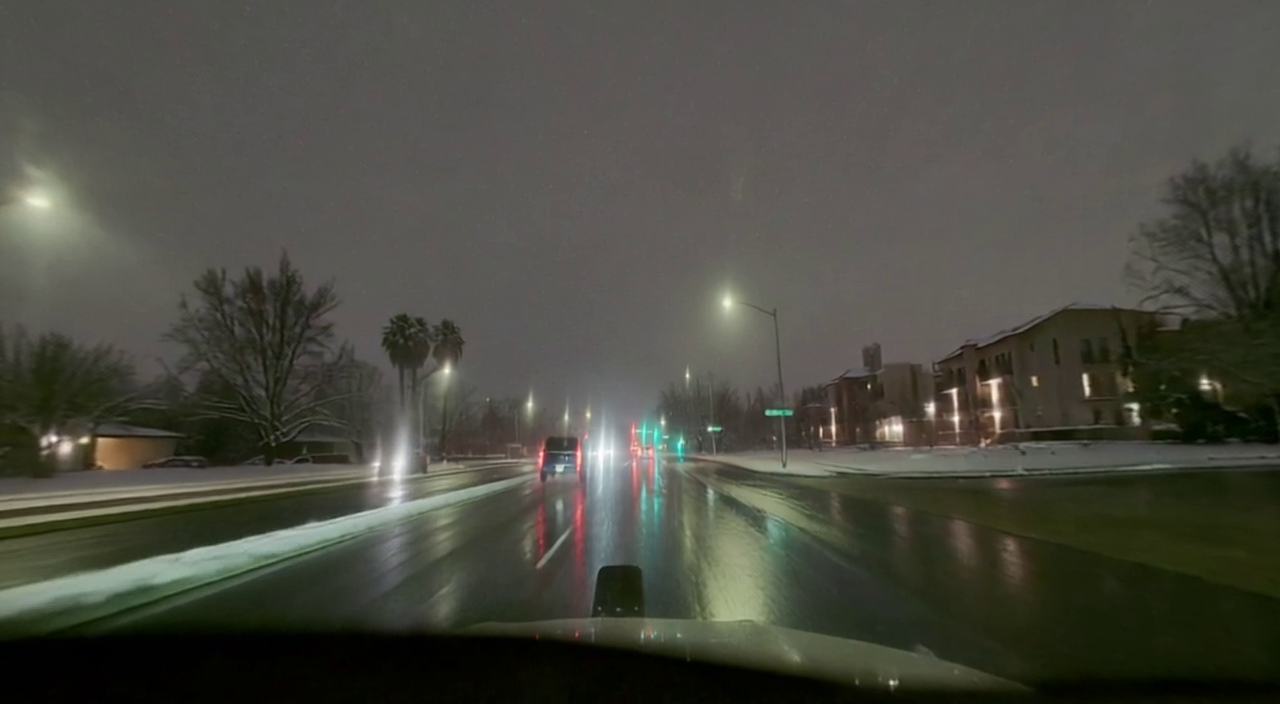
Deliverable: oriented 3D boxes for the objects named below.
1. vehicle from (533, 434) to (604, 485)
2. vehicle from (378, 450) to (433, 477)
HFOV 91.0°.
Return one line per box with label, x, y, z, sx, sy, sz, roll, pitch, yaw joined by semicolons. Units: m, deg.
vehicle;-2.988;4.682;27.689;2.370;1.968;5.698;0;-9;1
vehicle;-17.352;8.250;46.887;2.105;1.871;4.969;0;-9;1
